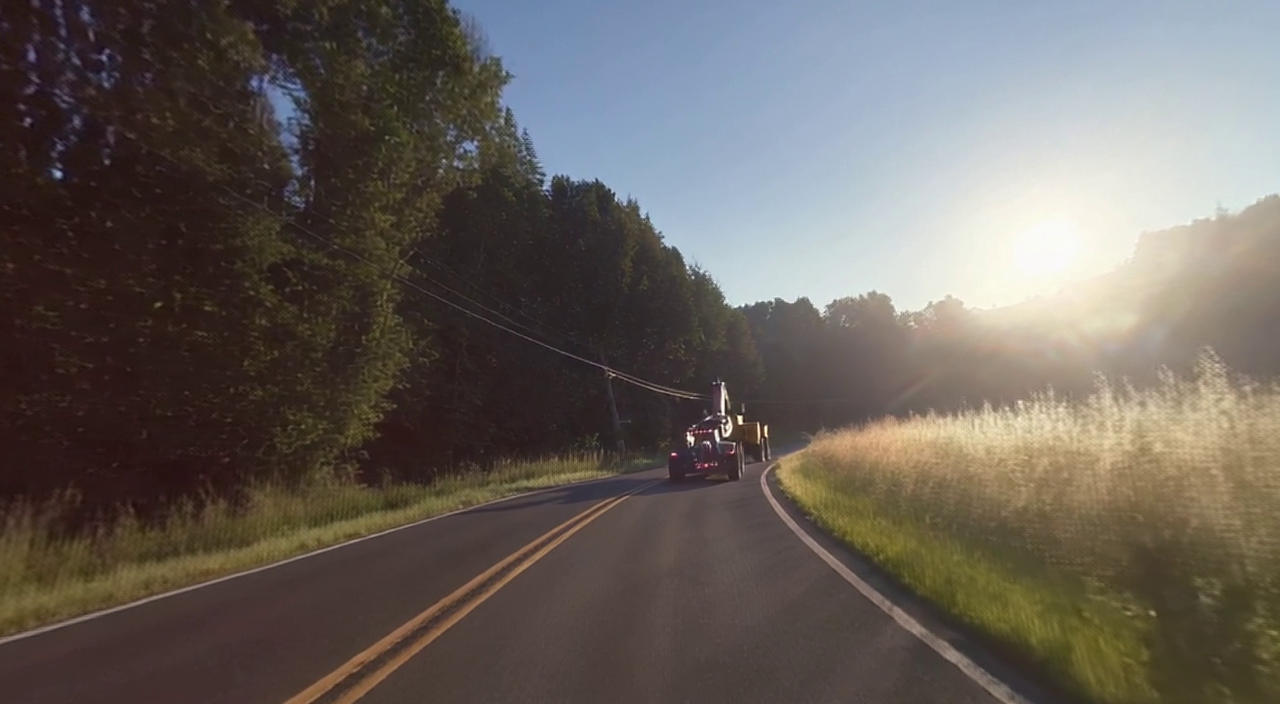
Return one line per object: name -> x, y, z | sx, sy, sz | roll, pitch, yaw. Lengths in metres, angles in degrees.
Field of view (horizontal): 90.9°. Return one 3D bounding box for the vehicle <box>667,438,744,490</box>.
vehicle -> 2.139, 3.575, 20.486 | 2.196, 1.465, 4.294 | -1, -9, 7
